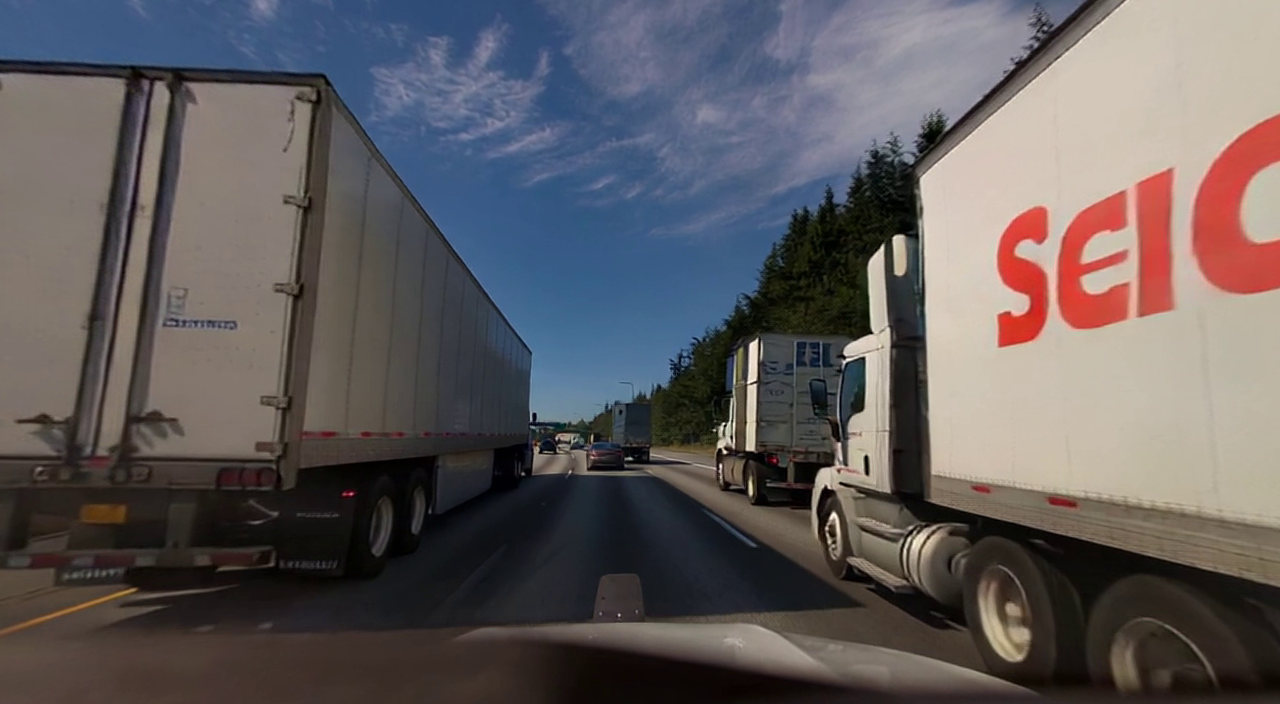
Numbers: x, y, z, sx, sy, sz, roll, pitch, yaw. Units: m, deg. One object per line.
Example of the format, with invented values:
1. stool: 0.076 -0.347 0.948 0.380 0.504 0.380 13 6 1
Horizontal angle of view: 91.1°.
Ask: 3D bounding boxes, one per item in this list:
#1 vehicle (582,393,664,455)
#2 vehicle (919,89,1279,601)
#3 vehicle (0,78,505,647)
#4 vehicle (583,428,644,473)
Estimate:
1. vehicle: -1.732 5.707 48.821 2.899 4.112 13.912 2 -8 -16
2. vehicle: 7.807 -0.435 2.448 2.820 4.084 13.786 3 -8 -24
3. vehicle: -3.965 0.545 8.540 2.822 3.788 8.799 0 -8 -4
4. vehicle: -1.106 3.736 24.112 2.060 1.540 4.374 1 -8 -6
